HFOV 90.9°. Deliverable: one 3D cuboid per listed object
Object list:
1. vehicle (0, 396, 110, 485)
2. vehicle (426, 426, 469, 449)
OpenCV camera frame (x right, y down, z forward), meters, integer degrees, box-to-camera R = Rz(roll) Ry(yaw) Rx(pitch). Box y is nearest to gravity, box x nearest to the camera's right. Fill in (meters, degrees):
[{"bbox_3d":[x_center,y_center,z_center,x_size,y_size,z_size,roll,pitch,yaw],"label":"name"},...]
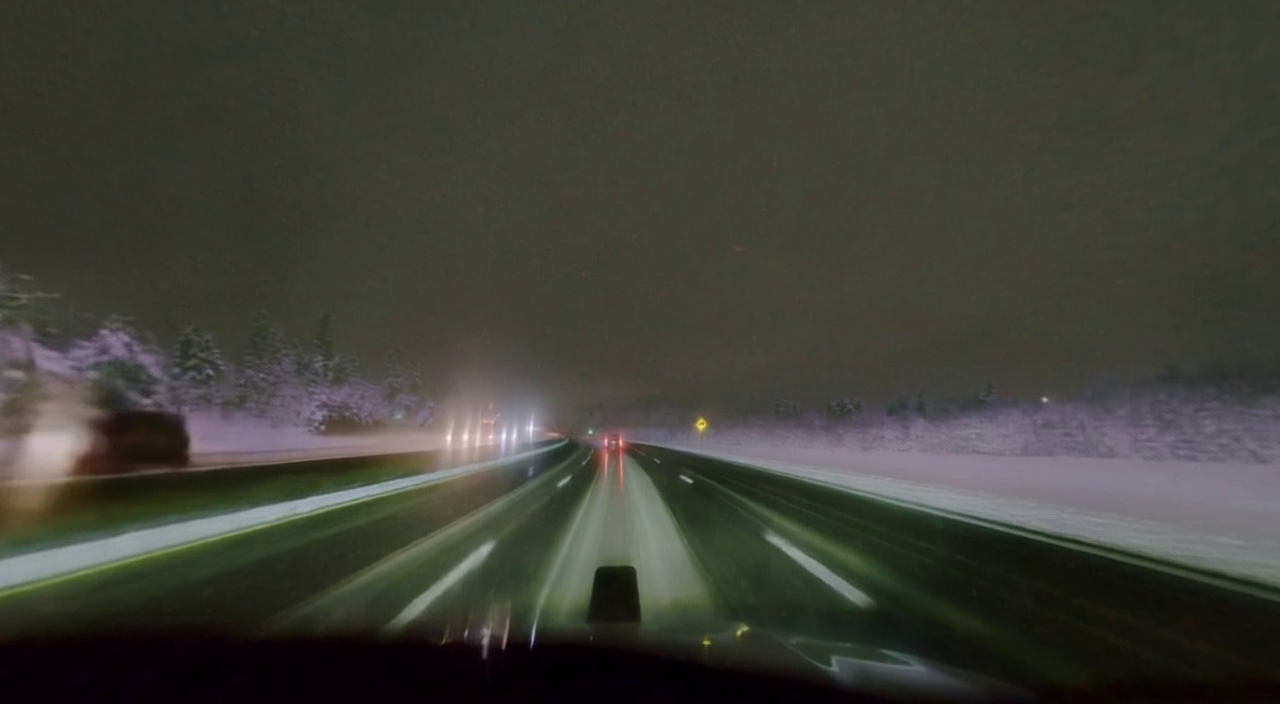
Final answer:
[{"bbox_3d":[-12.620,1.607,11.476,2.117,1.595,4.463,0,-7,-2],"label":"vehicle"},{"bbox_3d":[-13.931,6.239,45.920,1.939,1.547,4.294,0,-8,-2],"label":"vehicle"}]
